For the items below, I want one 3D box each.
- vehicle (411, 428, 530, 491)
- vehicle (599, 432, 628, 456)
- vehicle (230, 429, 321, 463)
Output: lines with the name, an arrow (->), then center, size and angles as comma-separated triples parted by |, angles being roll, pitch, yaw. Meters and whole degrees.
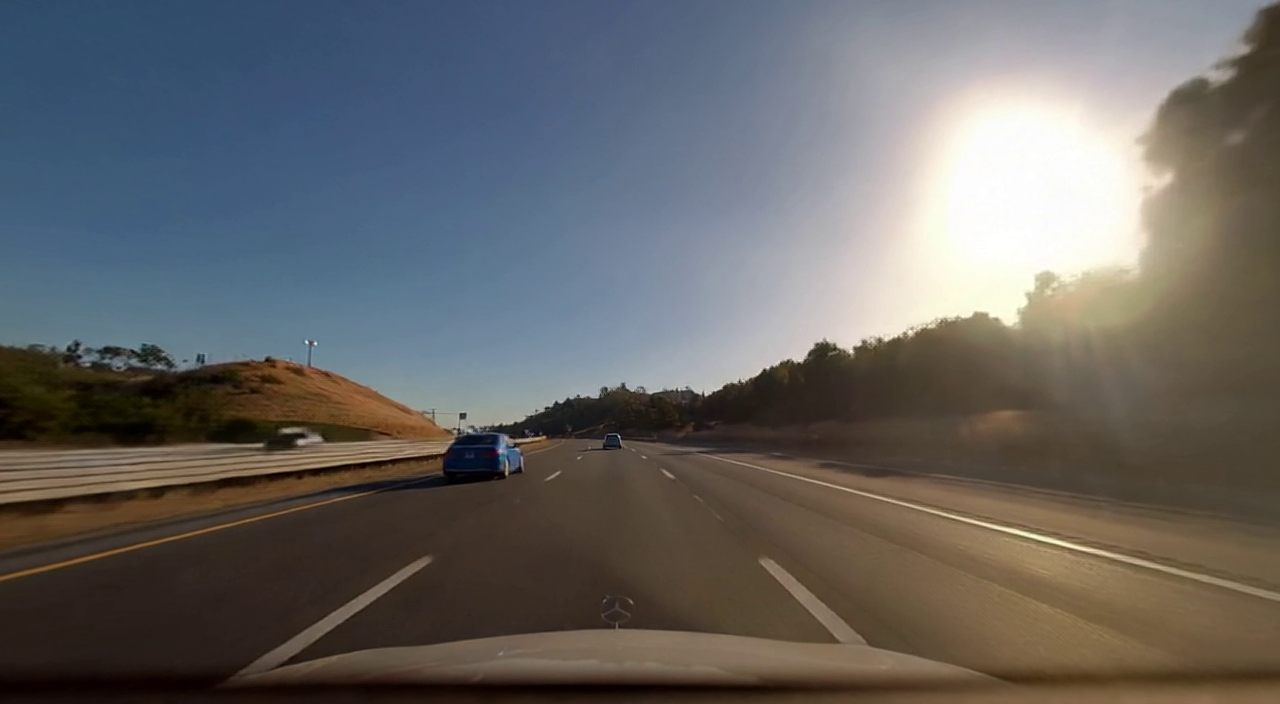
vehicle -> -4.671, 3.035, 18.332 | 2.141, 1.534, 5.099 | 0, -8, -1
vehicle -> -1.930, 6.608, 45.531 | 1.997, 1.589, 4.179 | 0, -8, -3
vehicle -> -17.360, 4.476, 30.324 | 1.815, 1.477, 4.510 | 0, -8, -2
